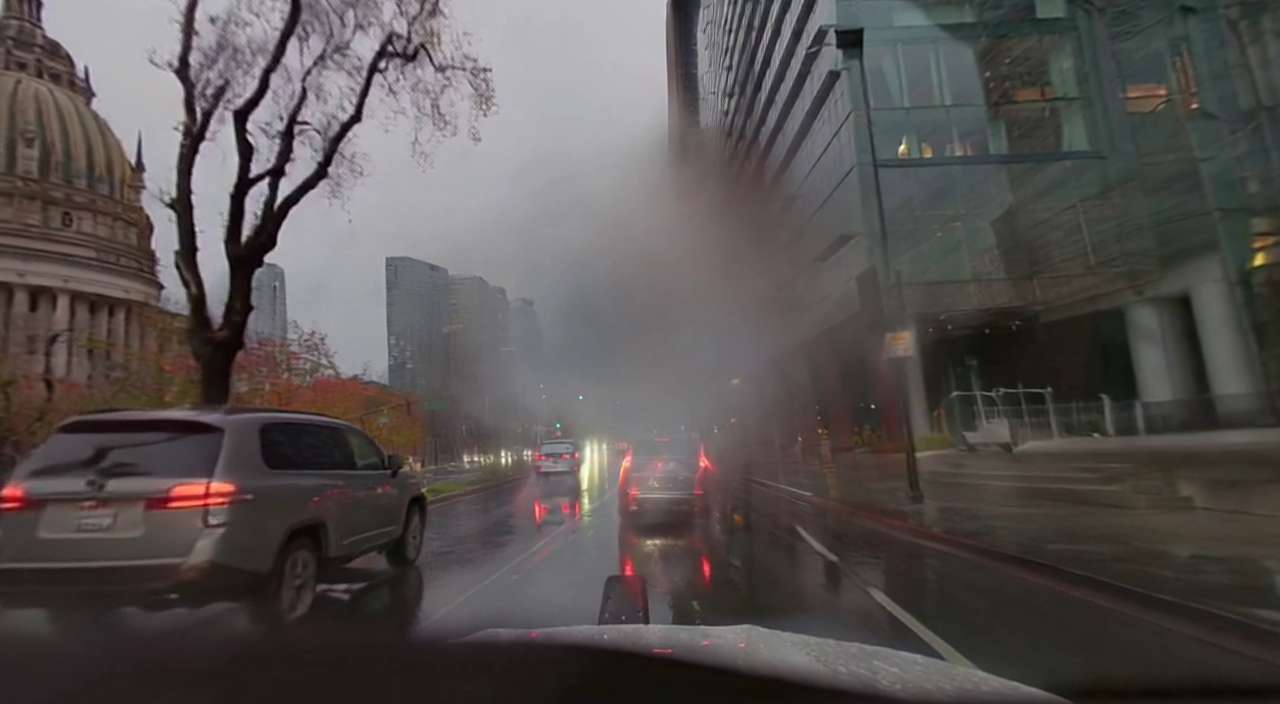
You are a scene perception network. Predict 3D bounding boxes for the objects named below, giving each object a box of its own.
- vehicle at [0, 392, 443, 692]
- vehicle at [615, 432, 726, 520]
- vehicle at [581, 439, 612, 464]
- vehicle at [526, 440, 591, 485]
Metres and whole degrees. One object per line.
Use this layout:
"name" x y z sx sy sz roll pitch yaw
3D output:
"vehicle" -3.238 1.326 5.404 1.848 1.641 3.686 0 -9 1
"vehicle" 0.482 2.444 12.905 1.933 1.504 3.802 0 -9 -1
"vehicle" -3.179 7.354 46.785 1.969 1.764 4.160 0 -9 0
"vehicle" -3.009 4.166 24.074 1.961 1.517 4.202 0 -9 -1
